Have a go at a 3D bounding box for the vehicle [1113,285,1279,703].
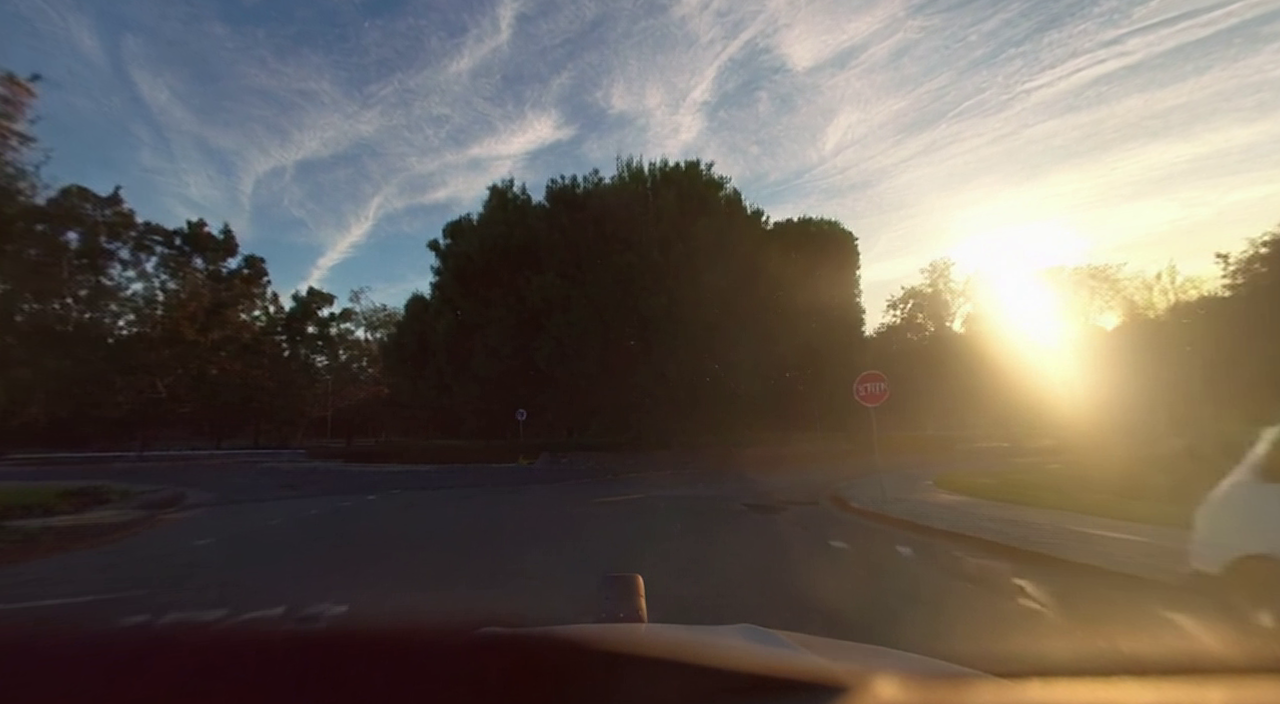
[{"bbox_3d":[4.905,0.490,1.413,2.659,2.245,5.991,1,-8,-5],"label":"vehicle"}]
